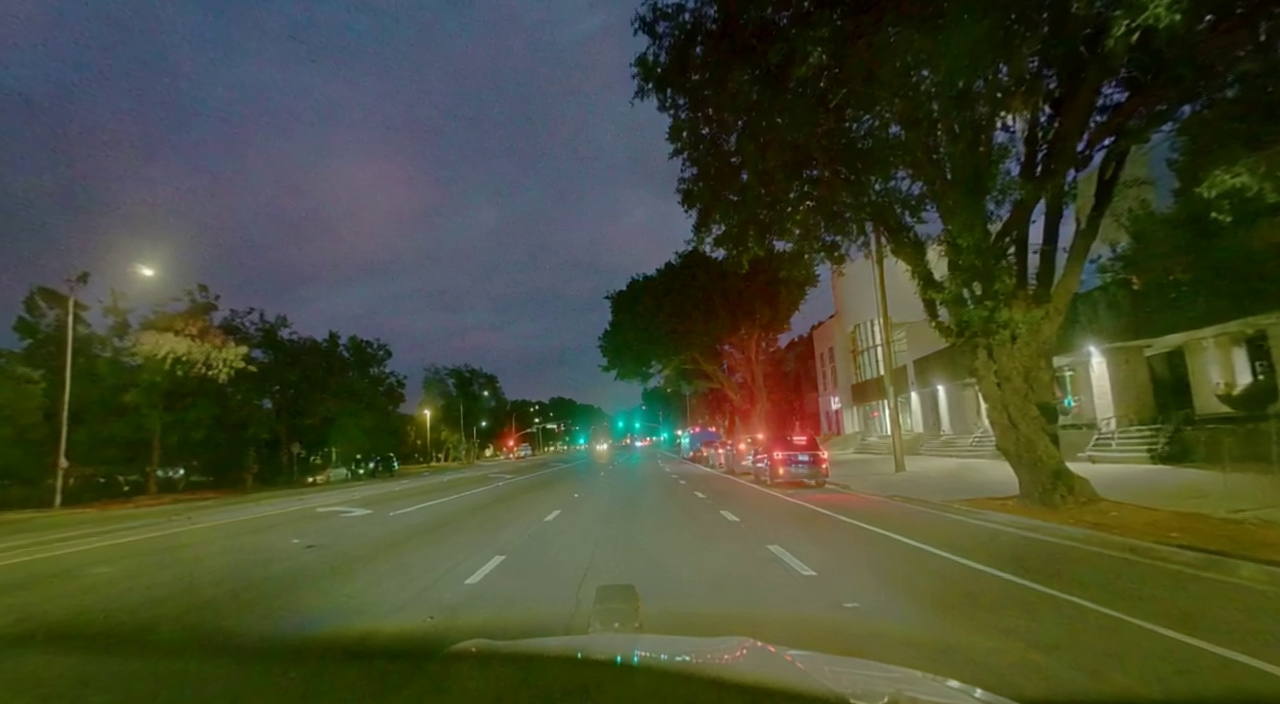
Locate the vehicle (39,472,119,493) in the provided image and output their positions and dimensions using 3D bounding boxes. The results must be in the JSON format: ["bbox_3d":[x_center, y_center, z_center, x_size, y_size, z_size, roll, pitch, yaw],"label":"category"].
[{"bbox_3d":[-42.276,9.831,47.653,4.357,1.435,1.816,0,-9,3],"label":"vehicle"}]

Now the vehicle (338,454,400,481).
[{"bbox_3d":[-19.633,8.375,46.025,2.166,1.804,4.897,-1,-8,3],"label":"vehicle"}]

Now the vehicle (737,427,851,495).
[{"bbox_3d":[4.405,3.214,18.989,2.094,1.731,4.763,0,-8,-1],"label":"vehicle"}]
